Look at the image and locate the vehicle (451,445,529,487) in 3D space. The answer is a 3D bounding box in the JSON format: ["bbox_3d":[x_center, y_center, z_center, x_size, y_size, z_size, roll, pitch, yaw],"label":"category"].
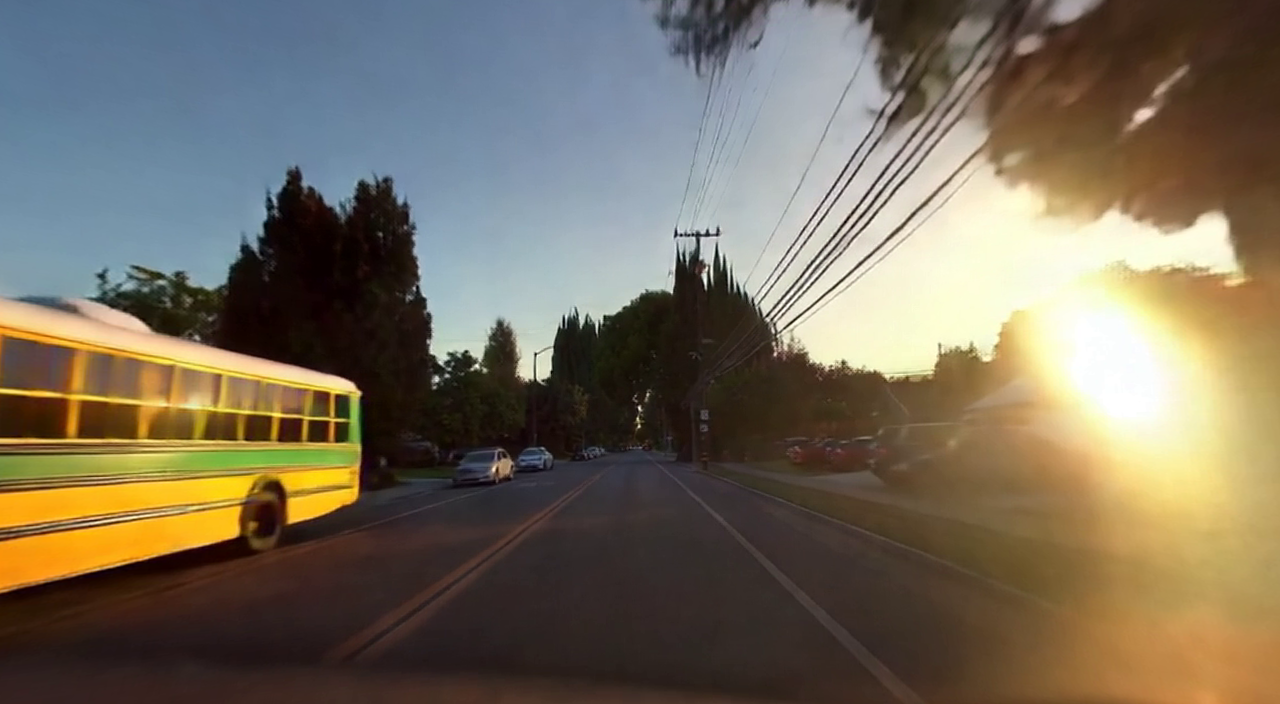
[{"bbox_3d":[-6.606,5.080,28.373,2.129,1.556,4.778,-4,-9,2],"label":"vehicle"}]

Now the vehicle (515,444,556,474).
[{"bbox_3d":[-6.811,6.975,41.387,1.923,1.687,4.511,-4,-8,-1],"label":"vehicle"}]
